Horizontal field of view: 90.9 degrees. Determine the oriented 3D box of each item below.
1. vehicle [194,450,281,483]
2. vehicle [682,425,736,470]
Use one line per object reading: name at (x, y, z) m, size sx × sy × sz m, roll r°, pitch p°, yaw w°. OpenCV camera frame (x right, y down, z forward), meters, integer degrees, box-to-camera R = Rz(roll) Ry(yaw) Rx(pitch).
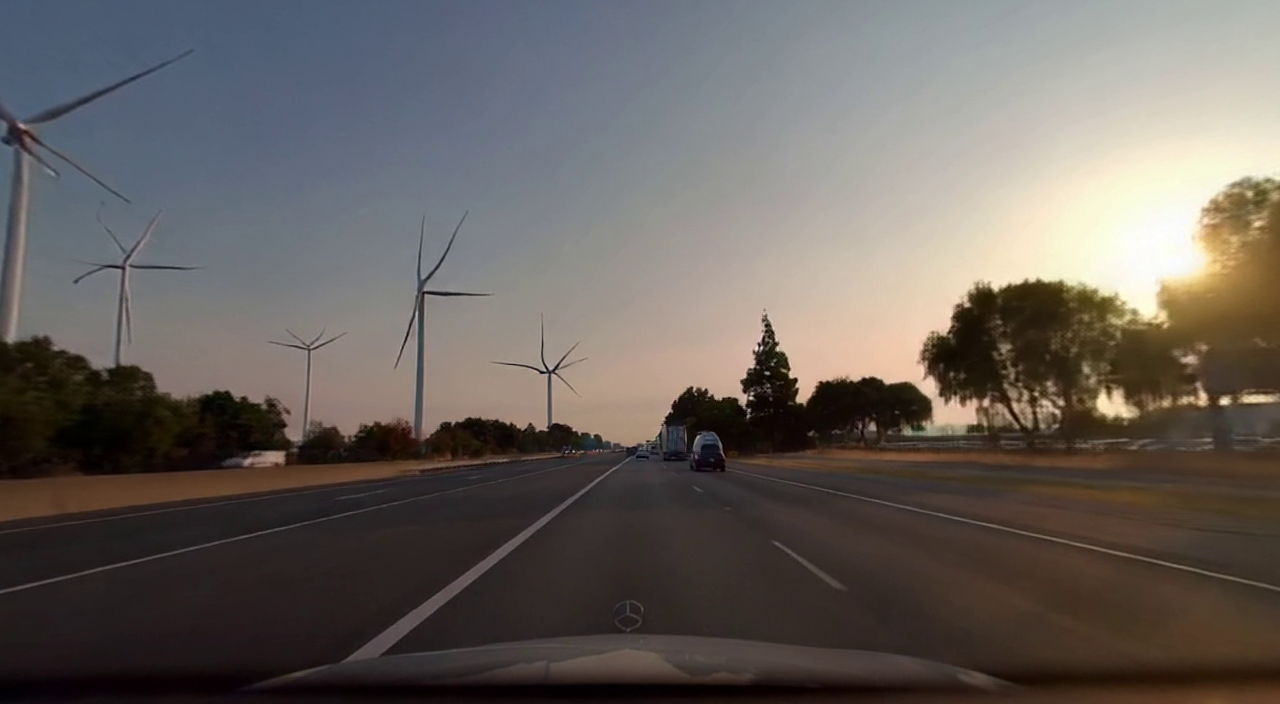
vehicle at (-25.761, 7.313, 40.618) m, size 2.071 × 1.956 × 5.251 m, roll 0°, pitch -9°, yaw 1°
vehicle at (4.267, 6.058, 39.872) m, size 2.609 × 2.648 × 5.397 m, roll 0°, pitch -9°, yaw -2°
